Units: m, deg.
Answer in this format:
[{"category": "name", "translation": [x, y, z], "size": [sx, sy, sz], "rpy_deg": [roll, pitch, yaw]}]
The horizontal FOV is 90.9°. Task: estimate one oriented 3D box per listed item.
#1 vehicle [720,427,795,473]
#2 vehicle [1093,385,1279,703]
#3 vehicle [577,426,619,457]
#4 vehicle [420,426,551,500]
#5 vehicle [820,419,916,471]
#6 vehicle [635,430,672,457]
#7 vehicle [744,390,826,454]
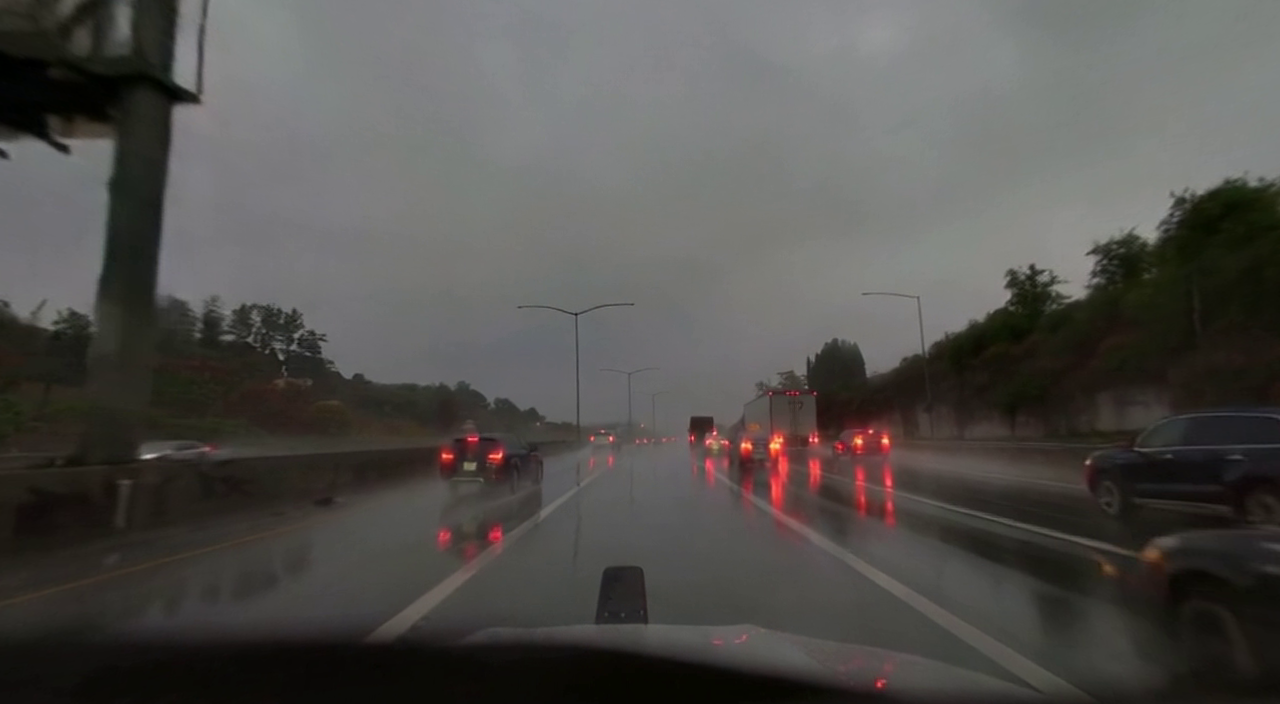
[{"category": "vehicle", "translation": [4.209, 3.597, 23.355], "size": [1.933, 1.503, 4.520], "rpy_deg": [0, -8, 0]}, {"category": "vehicle", "translation": [3.421, 0.709, 1.291], "size": [1.933, 1.492, 4.125], "rpy_deg": [-1, -8, 1]}, {"category": "vehicle", "translation": [-2.450, 5.345, 37.649], "size": [2.006, 1.741, 4.277], "rpy_deg": [-1, -8, 3]}, {"category": "vehicle", "translation": [-3.457, 2.577, 15.079], "size": [1.914, 1.476, 4.416], "rpy_deg": [-1, -8, 2]}, {"category": "vehicle", "translation": [8.533, 3.539, 24.097], "size": [2.072, 1.761, 4.461], "rpy_deg": [-1, -8, 1]}, {"category": "vehicle", "translation": [0.790, 5.309, 36.497], "size": [2.040, 1.461, 3.984], "rpy_deg": [-1, -8, 1]}, {"category": "vehicle", "translation": [9.587, 5.075, 43.739], "size": [3.007, 3.725, 13.835], "rpy_deg": [-1, -8, 3]}]
